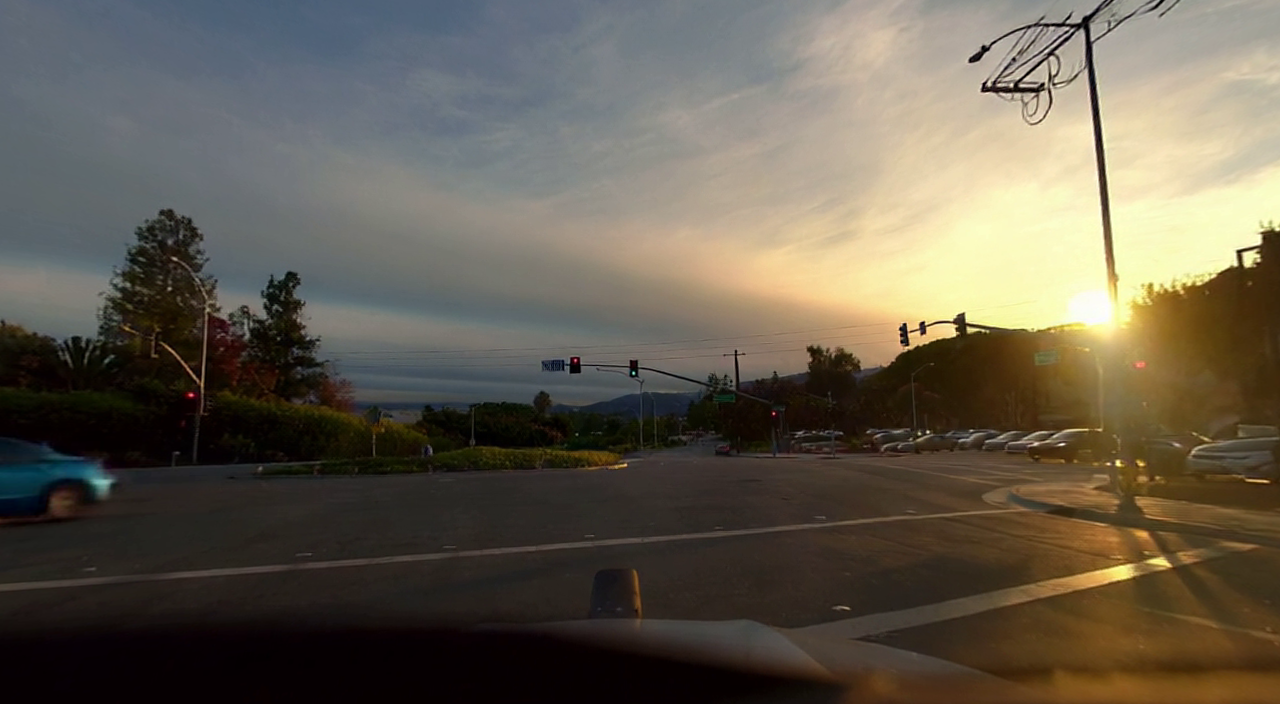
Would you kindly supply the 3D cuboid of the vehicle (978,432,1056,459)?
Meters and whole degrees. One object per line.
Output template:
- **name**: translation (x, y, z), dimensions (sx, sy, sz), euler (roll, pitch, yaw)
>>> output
- **vehicle**: translation (26.982, 6.731, 45.252), dimensions (5.032, 1.828, 2.183), euler (4, -9, -24)

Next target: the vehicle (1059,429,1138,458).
- **vehicle**: translation (36.121, 7.206, 49.715), dimensions (6.148, 2.119, 2.473), euler (4, -10, -28)

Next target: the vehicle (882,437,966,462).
- **vehicle**: translation (18.721, 6.426, 41.613), dimensions (5.234, 1.549, 1.982), euler (4, -9, -24)

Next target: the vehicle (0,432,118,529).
- **vehicle**: translation (-10.994, 2.011, 9.858), dimensions (1.740, 1.500, 3.896), euler (-4, -9, 24)
